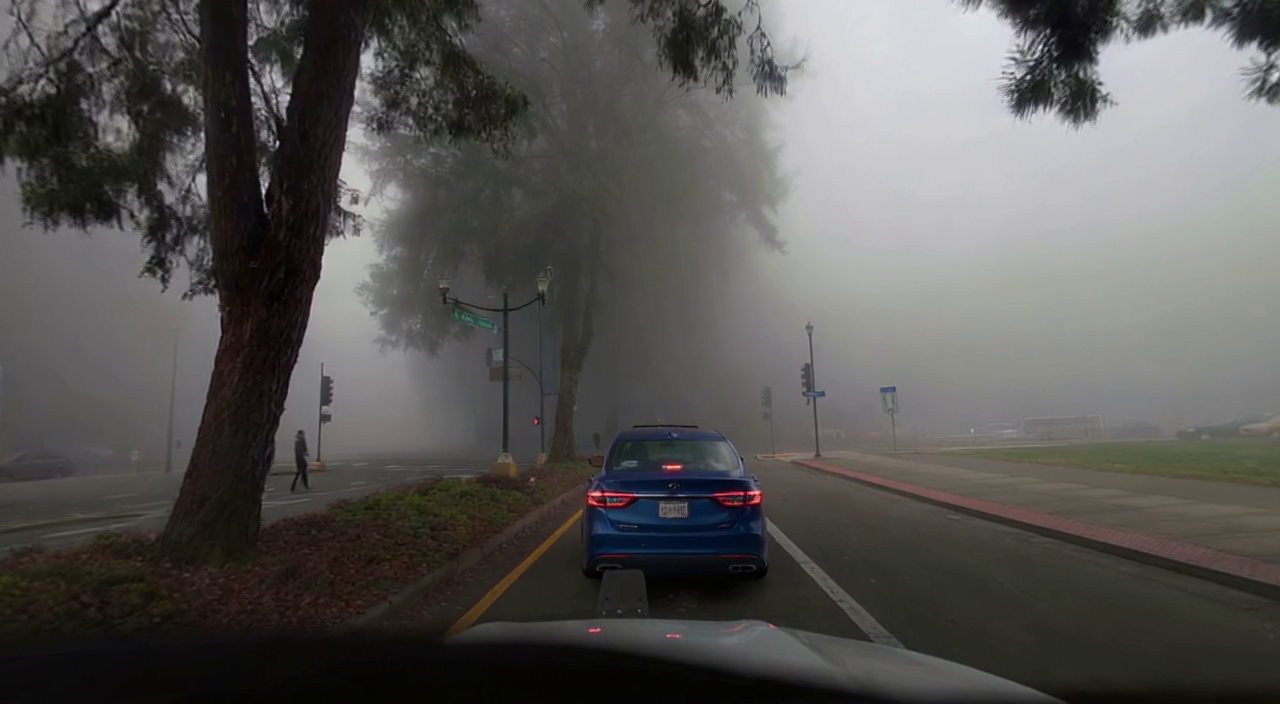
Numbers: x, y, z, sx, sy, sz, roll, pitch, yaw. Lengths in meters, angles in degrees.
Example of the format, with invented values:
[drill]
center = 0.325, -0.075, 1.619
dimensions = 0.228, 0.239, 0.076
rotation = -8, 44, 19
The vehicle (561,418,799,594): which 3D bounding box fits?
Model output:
[vehicle]
center = 0.382, 1.611, 7.407
dimensions = 2.035, 1.499, 3.799
rotation = 0, -8, 1
